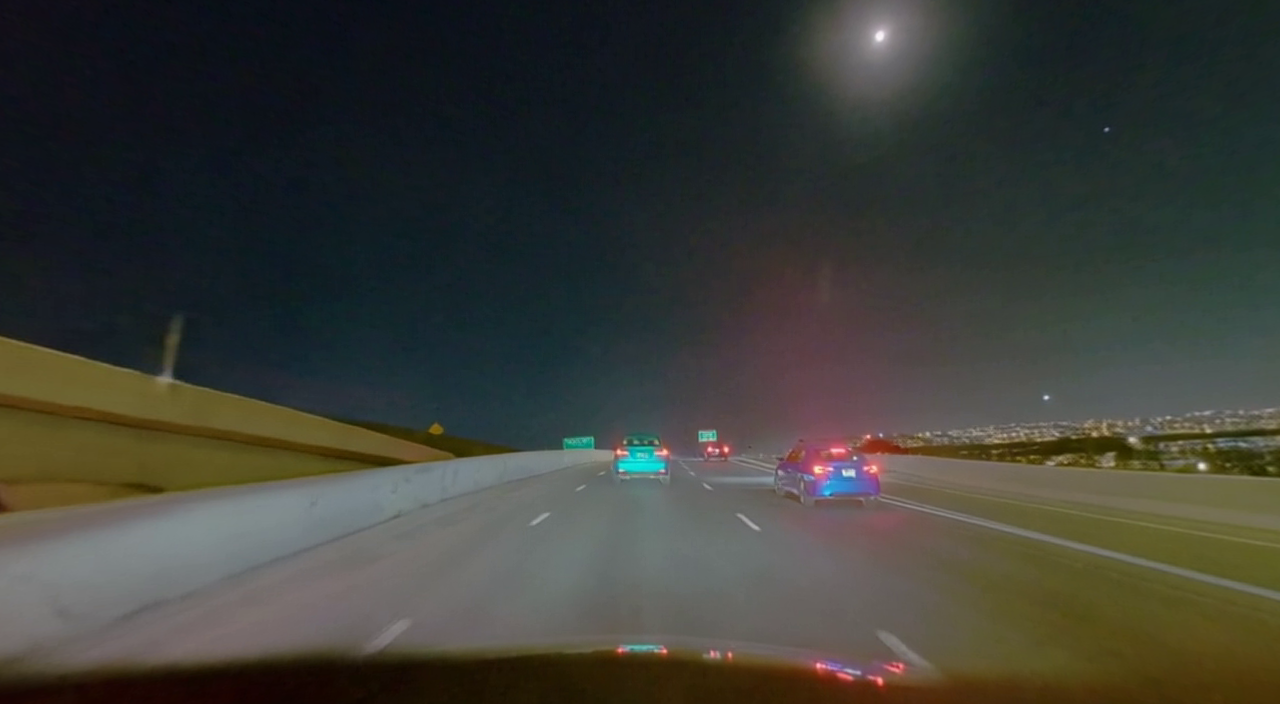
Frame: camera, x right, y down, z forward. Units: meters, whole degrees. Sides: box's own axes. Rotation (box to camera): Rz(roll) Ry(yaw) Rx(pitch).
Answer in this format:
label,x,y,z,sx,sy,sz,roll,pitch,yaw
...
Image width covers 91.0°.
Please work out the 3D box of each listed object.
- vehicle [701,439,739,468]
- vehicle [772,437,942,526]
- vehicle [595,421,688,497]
label,x,y,z,sx,sy,sz,roll,pitch,yaw
vehicle,5.024,6.412,40.014,2.047,1.700,4.069,0,-9,3
vehicle,4.120,2.510,12.787,2.047,1.500,4.017,0,-9,0
vehicle,0.092,2.944,17.645,2.264,1.841,4.583,0,-9,1
